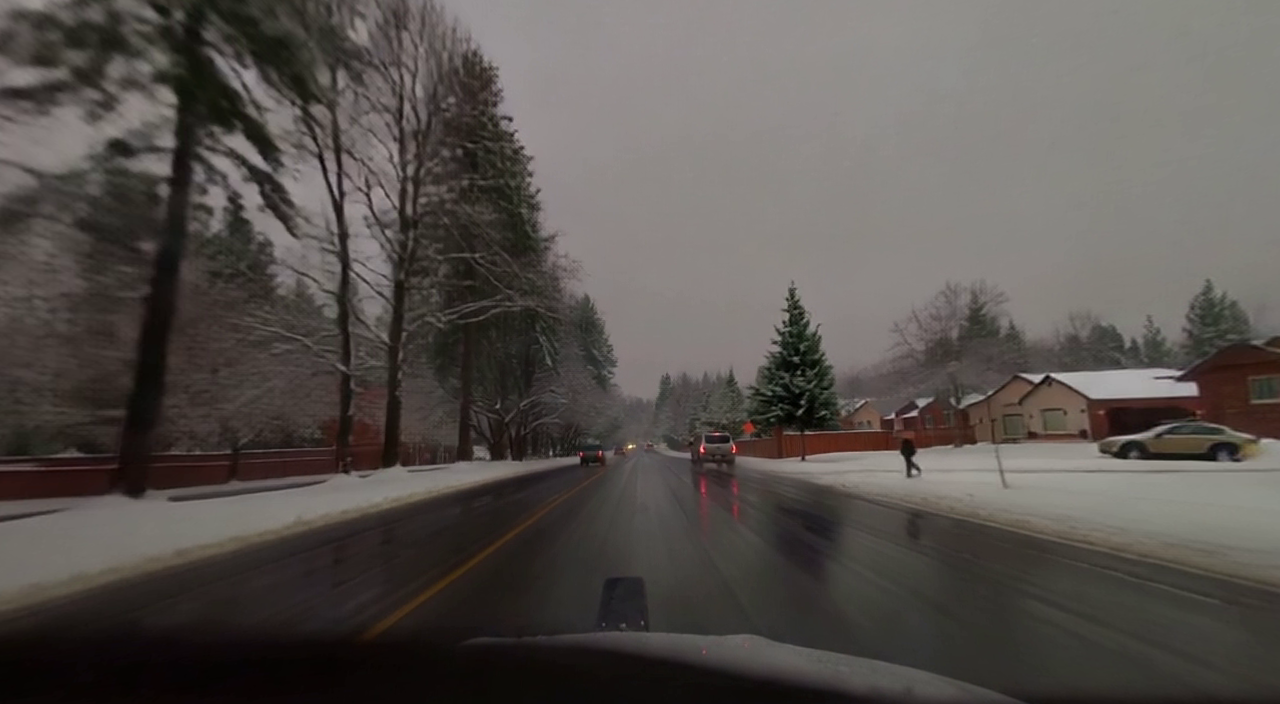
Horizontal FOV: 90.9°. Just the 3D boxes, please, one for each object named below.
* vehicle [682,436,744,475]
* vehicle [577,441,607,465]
[{"bbox_3d":[3.421,4.986,30.633,2.321,1.695,5.037,0,-8,-1],"label":"vehicle"},{"bbox_3d":[-3.650,7.815,48.952,2.002,1.747,4.728,0,-8,0],"label":"vehicle"}]
